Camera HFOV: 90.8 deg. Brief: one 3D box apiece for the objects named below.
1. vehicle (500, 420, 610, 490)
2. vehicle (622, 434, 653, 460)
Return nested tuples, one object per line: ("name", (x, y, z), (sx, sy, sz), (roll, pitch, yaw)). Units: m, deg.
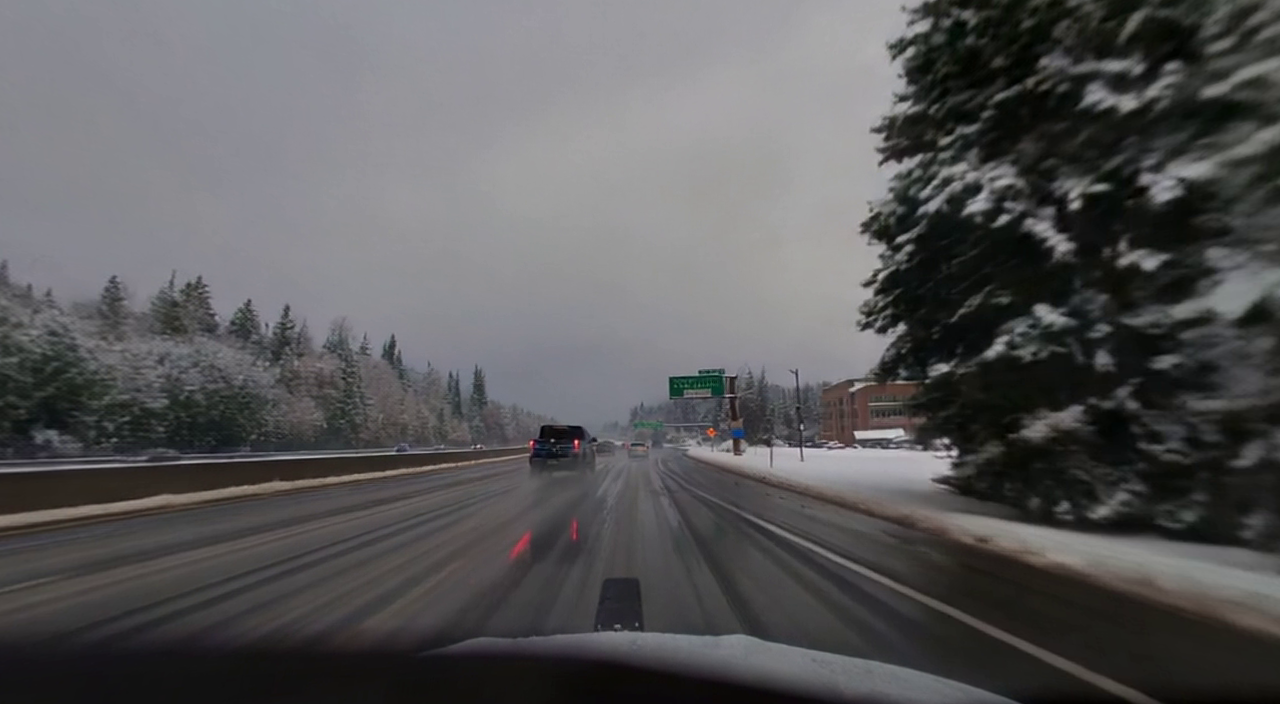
("vehicle", (-2.529, 3.313, 20.536), (2.497, 1.957, 5.432), (-1, -9, 3))
("vehicle", (-0.174, 7.321, 48.530), (2.306, 1.857, 4.657), (0, -9, 0))
